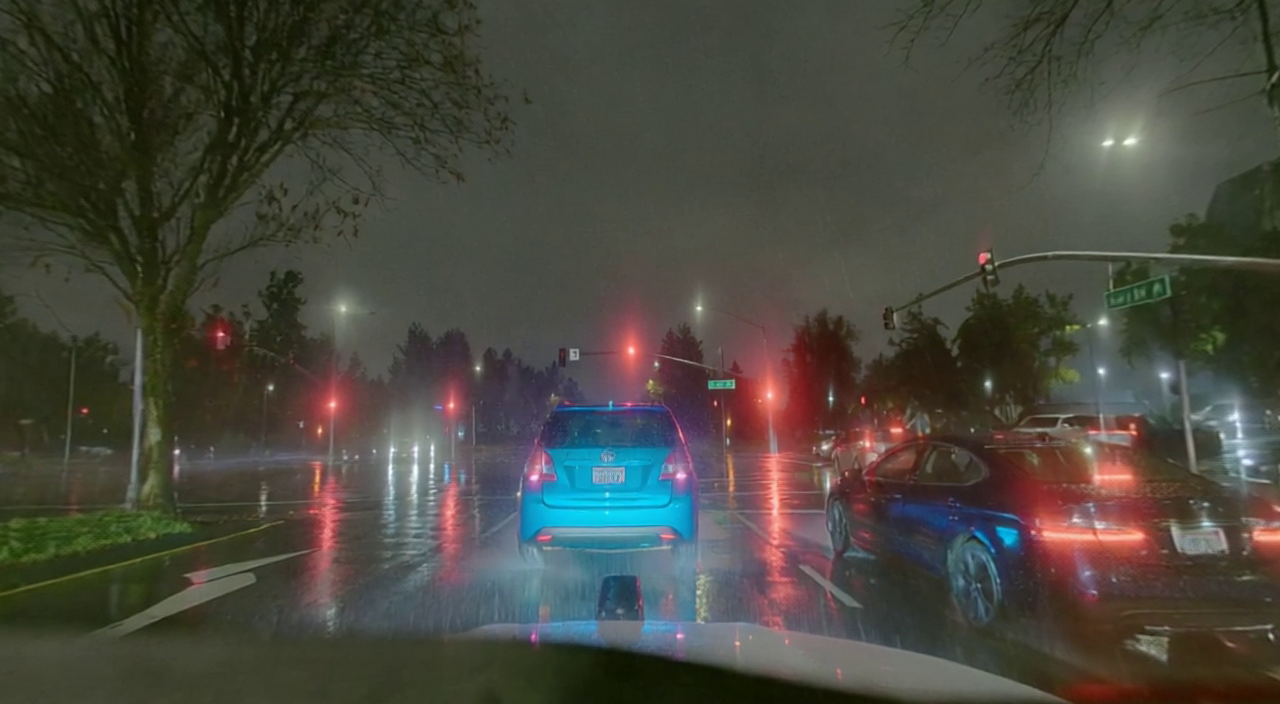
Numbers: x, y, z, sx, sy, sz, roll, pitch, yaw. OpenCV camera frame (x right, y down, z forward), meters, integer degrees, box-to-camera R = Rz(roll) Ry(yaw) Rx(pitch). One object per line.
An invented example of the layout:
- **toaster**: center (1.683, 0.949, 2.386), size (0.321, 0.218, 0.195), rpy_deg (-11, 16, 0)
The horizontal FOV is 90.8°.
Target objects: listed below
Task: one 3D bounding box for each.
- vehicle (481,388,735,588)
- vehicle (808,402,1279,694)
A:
- **vehicle**: center (-0.342, 1.521, 7.801), size (2.247, 1.760, 4.231), rpy_deg (0, -9, -2)
- **vehicle**: center (3.170, 1.405, 5.793), size (1.932, 1.562, 4.629), rpy_deg (0, -9, -1)
